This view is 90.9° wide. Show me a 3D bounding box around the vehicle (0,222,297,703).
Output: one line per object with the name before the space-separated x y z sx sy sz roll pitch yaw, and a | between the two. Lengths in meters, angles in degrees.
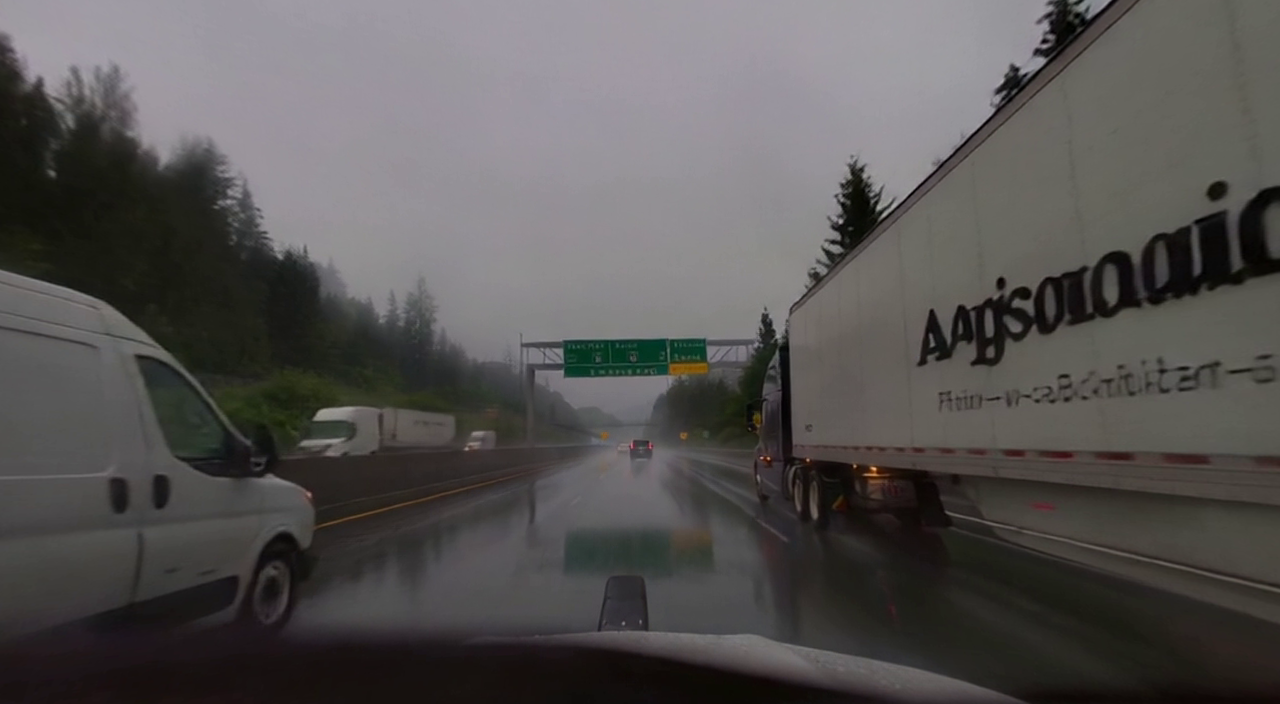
vehicle | -3.250 0.374 0.572 2.572 1.927 5.803 0 -9 0

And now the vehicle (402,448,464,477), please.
vehicle | -11.156 5.954 34.273 1.893 1.467 4.354 0 -9 0

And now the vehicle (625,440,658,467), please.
vehicle | 0.087 6.730 41.843 2.067 1.690 3.901 0 -9 0

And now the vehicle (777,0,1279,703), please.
vehicle | 4.384 0.140 5.948 3.011 4.028 13.890 0 -9 0

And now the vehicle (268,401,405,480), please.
vehicle | -15.022 4.552 32.085 2.856 3.511 7.972 0 -9 1
